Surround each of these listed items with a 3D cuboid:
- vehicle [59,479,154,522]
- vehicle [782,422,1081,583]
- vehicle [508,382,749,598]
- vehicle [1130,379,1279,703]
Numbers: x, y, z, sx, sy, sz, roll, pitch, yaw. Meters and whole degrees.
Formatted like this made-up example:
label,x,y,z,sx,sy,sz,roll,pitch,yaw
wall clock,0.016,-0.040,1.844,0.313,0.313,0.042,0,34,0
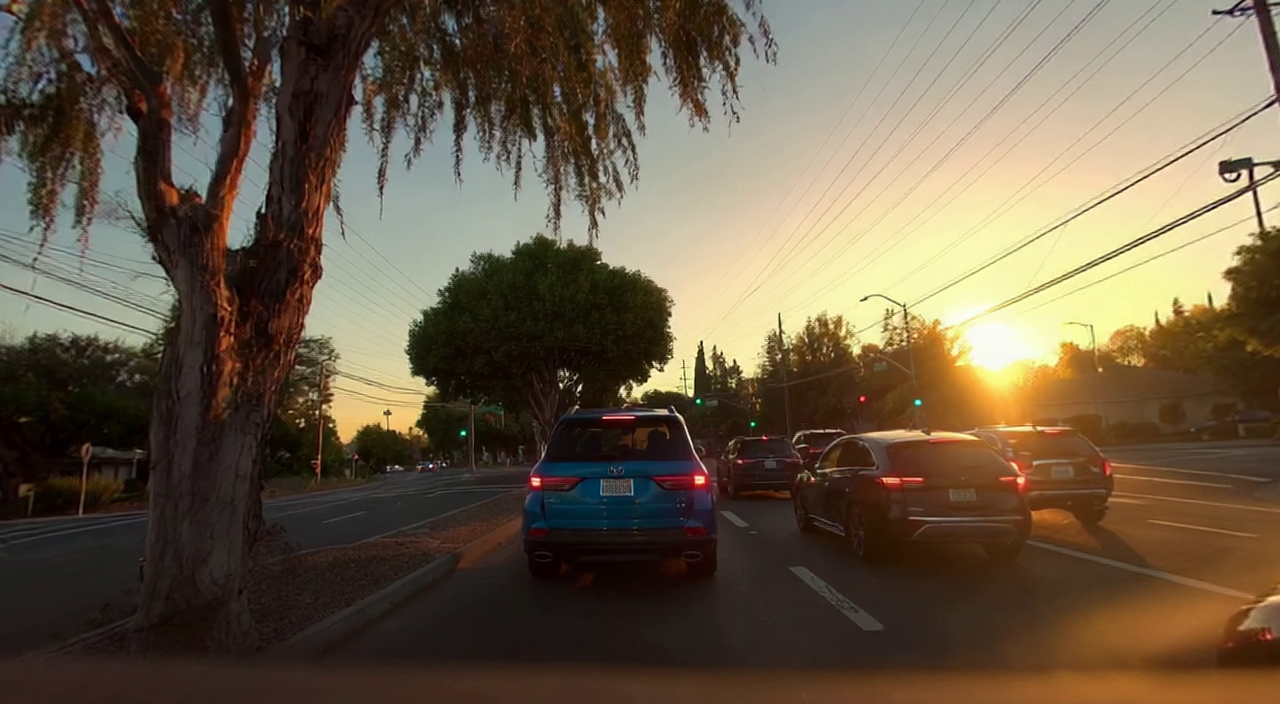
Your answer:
label,x,y,z,sx,sy,sz,roll,pitch,yaw
vehicle,-26.327,7.330,31.159,4.526,1.715,1.989,-11,-13,29
vehicle,3.420,1.838,8.577,1.880,1.579,4.401,0,-9,-1
vehicle,-0.137,1.603,8.095,2.231,1.998,4.254,0,-9,-1
vehicle,3.276,0.632,0.759,1.889,1.517,4.308,0,-9,0
